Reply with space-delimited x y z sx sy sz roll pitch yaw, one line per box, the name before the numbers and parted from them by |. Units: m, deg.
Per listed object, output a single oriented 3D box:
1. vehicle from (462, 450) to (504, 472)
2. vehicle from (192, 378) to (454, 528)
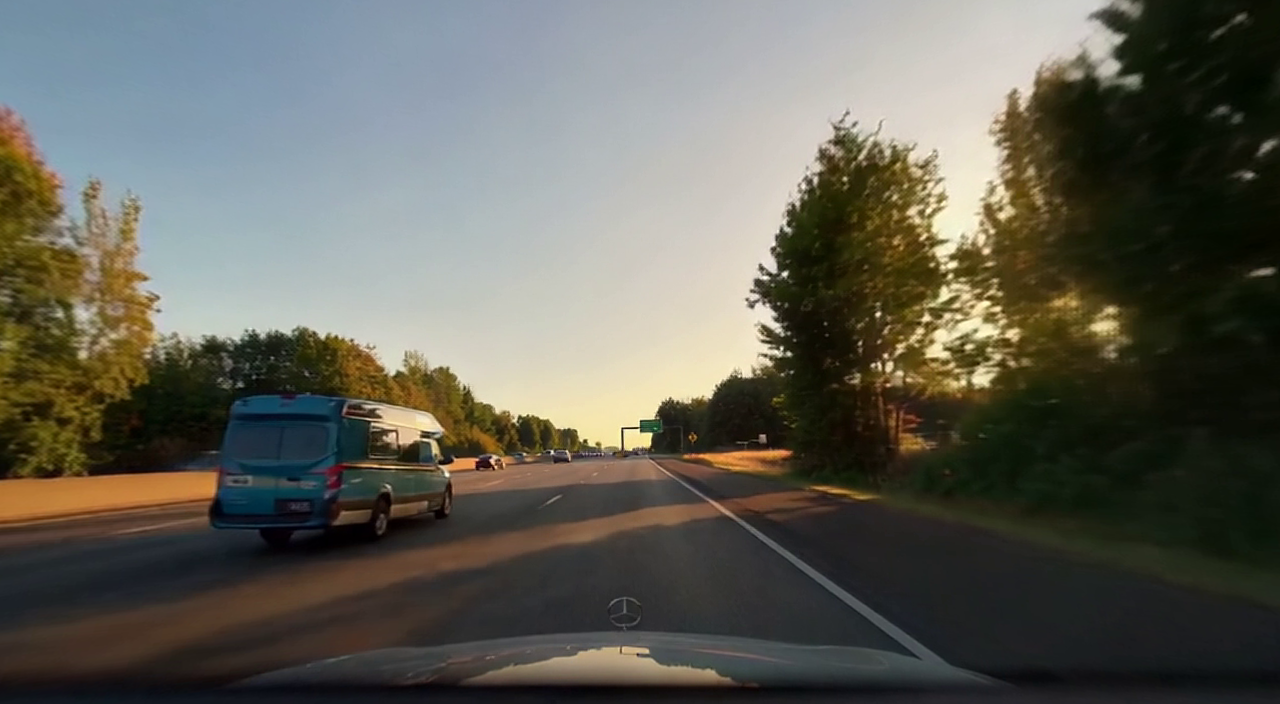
vehicle | -11.436 7.988 46.315 1.981 1.503 4.207 0 -8 0
vehicle | -7.368 2.533 16.244 2.747 2.934 7.411 0 -8 1
